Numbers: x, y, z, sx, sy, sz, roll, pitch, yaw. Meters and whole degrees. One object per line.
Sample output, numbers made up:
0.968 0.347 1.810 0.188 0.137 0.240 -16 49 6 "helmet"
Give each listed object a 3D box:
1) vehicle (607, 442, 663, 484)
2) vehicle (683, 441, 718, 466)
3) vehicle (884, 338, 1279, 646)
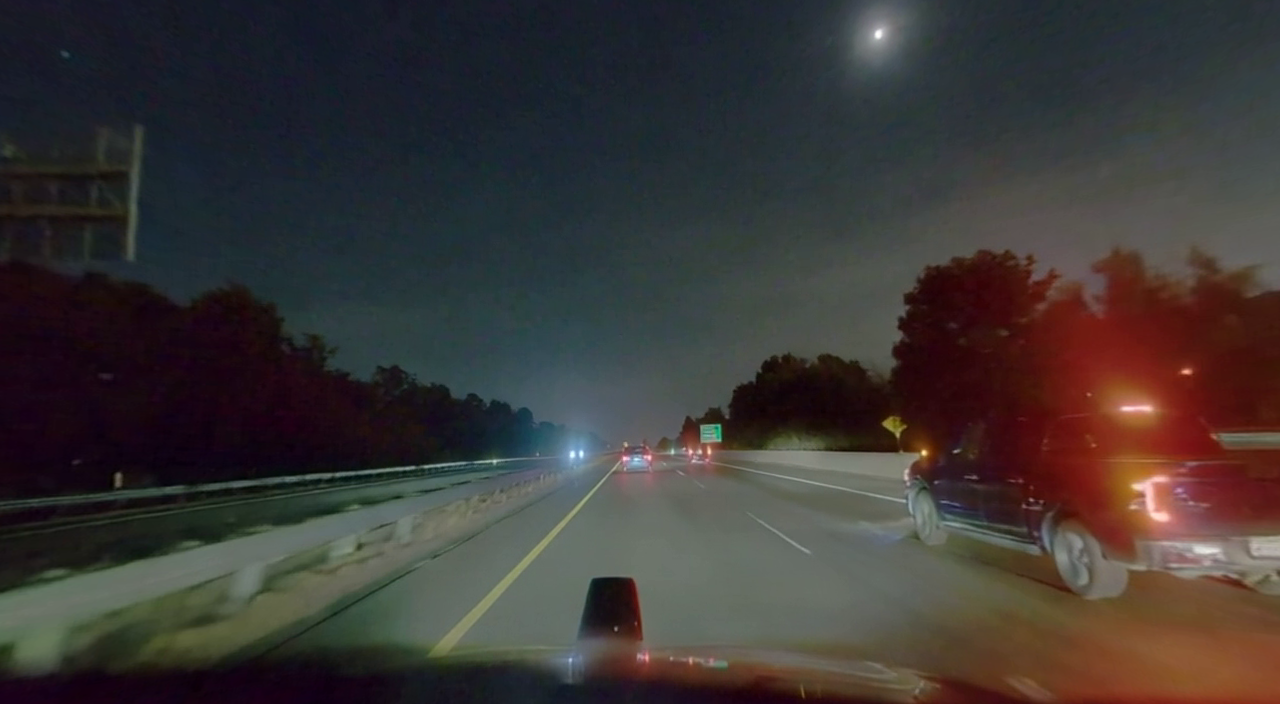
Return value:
-0.185 4.261 24.320 2.029 1.483 3.769 0 -9 0 "vehicle"
4.116 6.939 42.958 1.936 1.589 3.915 0 -9 -1 "vehicle"
4.630 1.235 6.436 2.261 1.952 4.784 0 -9 0 "vehicle"
